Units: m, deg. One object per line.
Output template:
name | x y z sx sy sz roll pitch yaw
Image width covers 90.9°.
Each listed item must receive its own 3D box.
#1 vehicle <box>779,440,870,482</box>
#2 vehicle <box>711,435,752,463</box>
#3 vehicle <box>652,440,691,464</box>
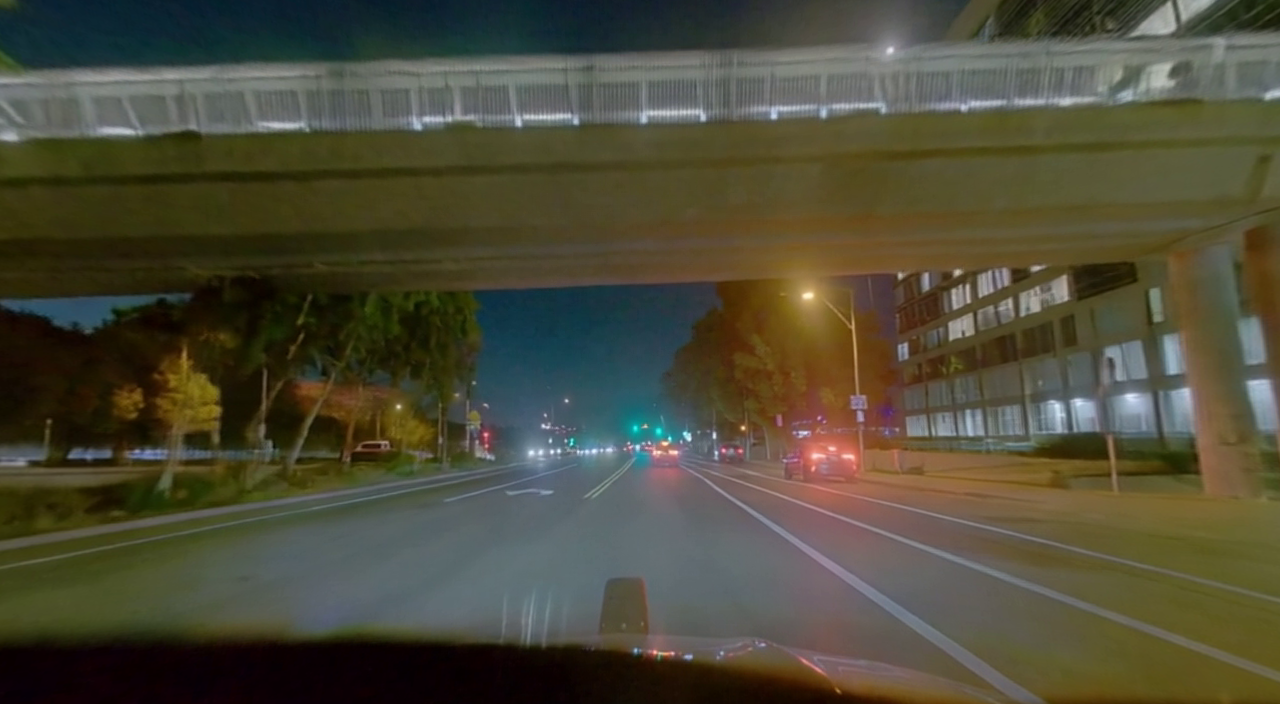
vehicle | 6.910 4.125 24.134 2.035 1.435 4.481 0 -8 -2
vehicle | 6.650 7.089 46.320 2.154 1.915 4.908 0 -8 -1
vehicle | 1.978 6.521 41.070 2.280 1.475 4.051 0 -8 -1
